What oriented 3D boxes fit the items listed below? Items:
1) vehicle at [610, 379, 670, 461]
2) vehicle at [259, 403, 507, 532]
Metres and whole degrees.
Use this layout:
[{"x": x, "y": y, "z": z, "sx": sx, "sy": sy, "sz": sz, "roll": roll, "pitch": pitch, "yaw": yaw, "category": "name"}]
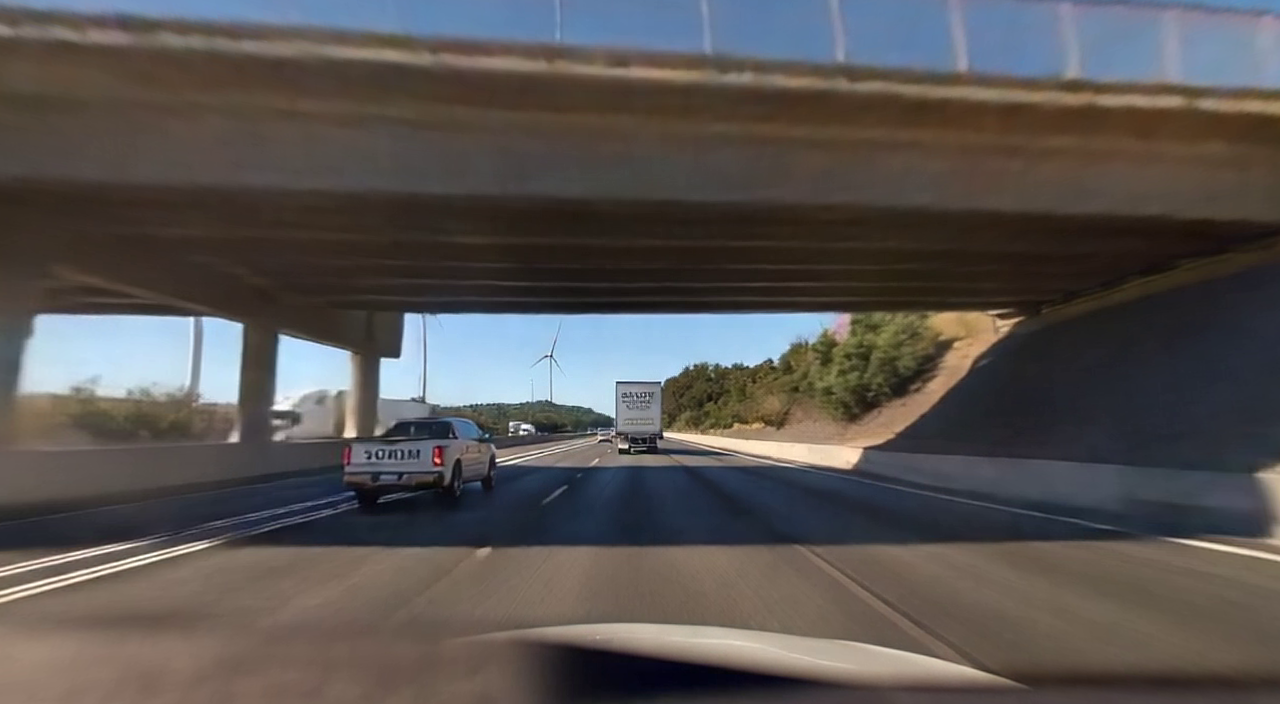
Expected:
[{"x": -0.123, "y": 4.105, "z": 36.865, "sx": 2.906, "sy": 3.990, "sz": 12.551, "roll": 0, "pitch": -8, "yaw": -1, "category": "vehicle"}, {"x": -3.911, "y": 1.843, "z": 10.817, "sx": 2.167, "sy": 1.686, "sz": 4.946, "roll": 0, "pitch": -8, "yaw": 0, "category": "vehicle"}]
